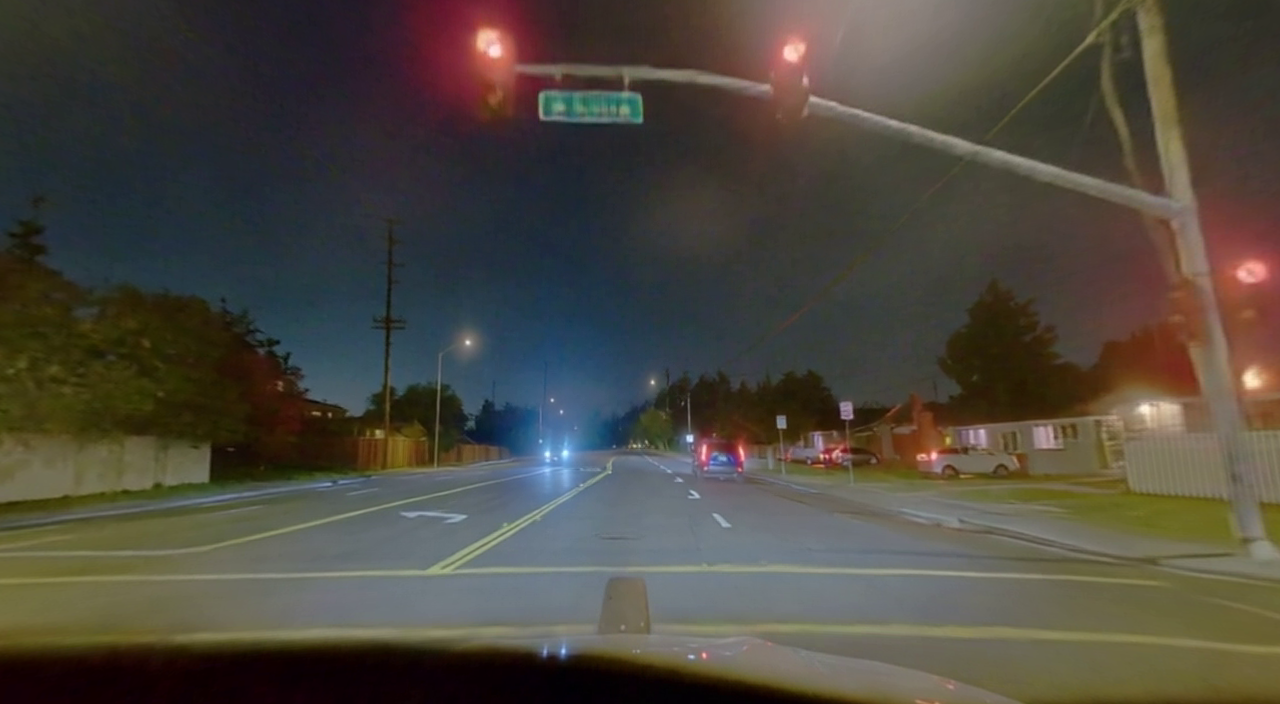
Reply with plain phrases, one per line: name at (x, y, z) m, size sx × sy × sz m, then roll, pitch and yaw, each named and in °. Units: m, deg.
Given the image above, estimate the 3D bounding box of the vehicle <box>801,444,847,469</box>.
vehicle at (12.469, 7.106, 43.024) m, size 1.970 × 1.561 × 4.725 m, roll -1°, pitch -9°, yaw 3°

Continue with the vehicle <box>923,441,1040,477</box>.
vehicle at (15.411, 4.826, 28.616) m, size 4.135 × 1.558 × 1.929 m, roll 0°, pitch -8°, yaw 2°

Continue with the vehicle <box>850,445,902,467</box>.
vehicle at (16.185, 7.146, 43.532) m, size 1.747 × 1.405 × 4.372 m, roll 0°, pitch -9°, yaw -2°

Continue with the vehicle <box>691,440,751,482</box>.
vehicle at (3.762, 5.174, 30.186) m, size 2.144 × 1.843 × 4.827 m, roll 0°, pitch -9°, yaw -1°
